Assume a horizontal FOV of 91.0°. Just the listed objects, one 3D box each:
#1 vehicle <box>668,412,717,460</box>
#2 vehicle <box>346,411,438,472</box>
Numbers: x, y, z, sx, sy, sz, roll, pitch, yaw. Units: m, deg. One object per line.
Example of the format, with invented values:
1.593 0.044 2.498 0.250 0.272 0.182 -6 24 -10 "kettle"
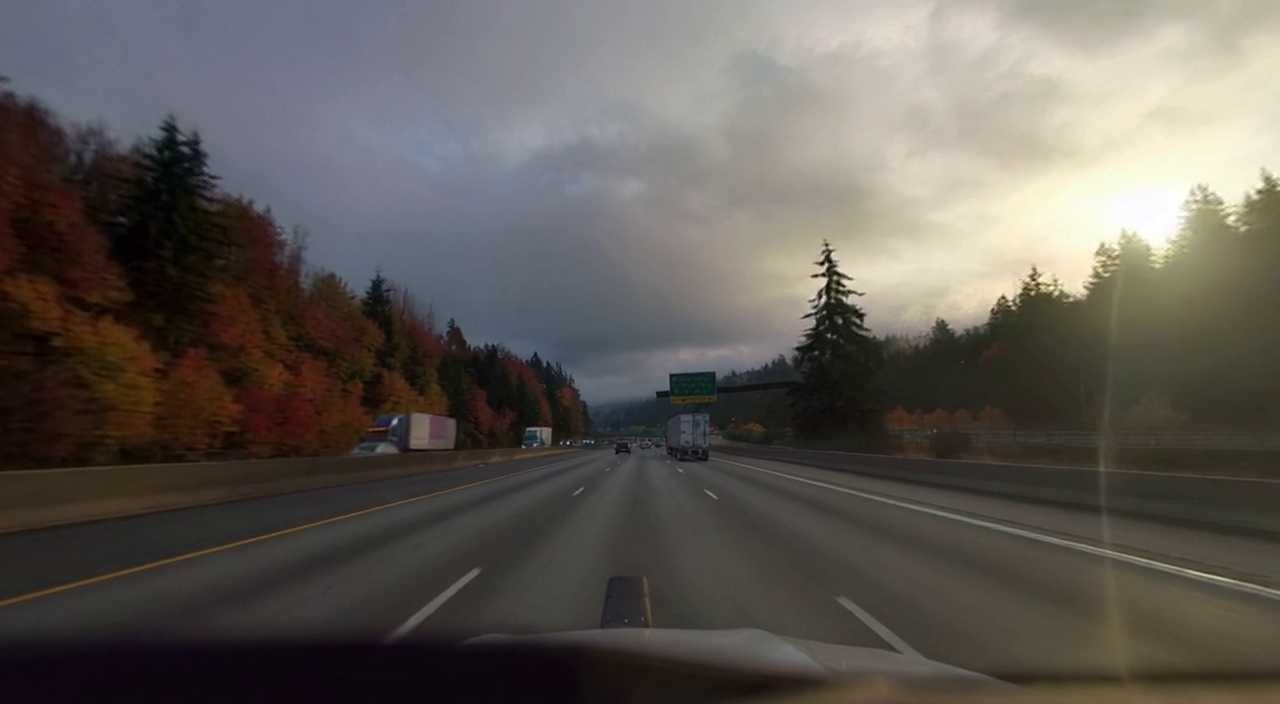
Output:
3.996 6.709 49.966 2.932 3.425 7.941 0 -8 -2 "vehicle"
-19.197 7.079 49.650 2.923 4.256 10.164 0 -8 1 "vehicle"
